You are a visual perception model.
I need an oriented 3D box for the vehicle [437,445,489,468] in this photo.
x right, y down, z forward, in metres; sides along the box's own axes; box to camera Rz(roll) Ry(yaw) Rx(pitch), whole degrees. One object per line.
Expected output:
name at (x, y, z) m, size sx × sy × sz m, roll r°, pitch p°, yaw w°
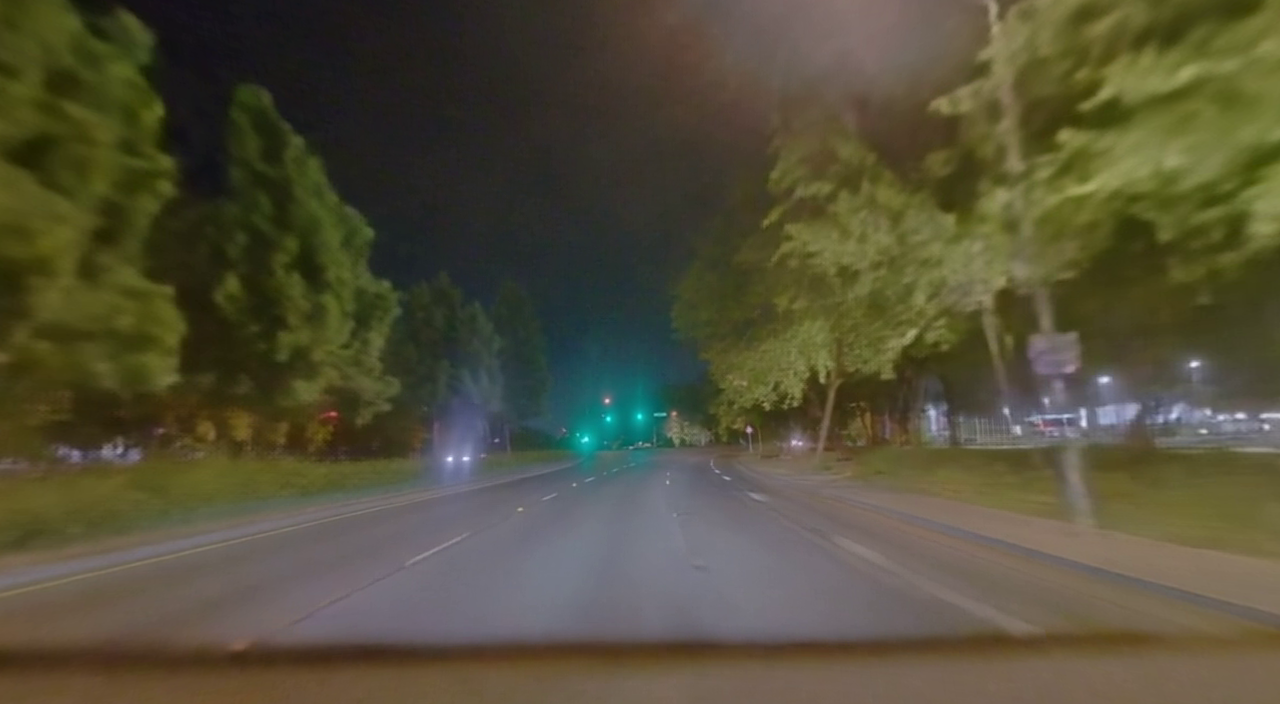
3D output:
vehicle at (-12.506, 7.382, 44.936) m, size 1.842 × 1.529 × 4.356 m, roll -1°, pitch -9°, yaw 9°
